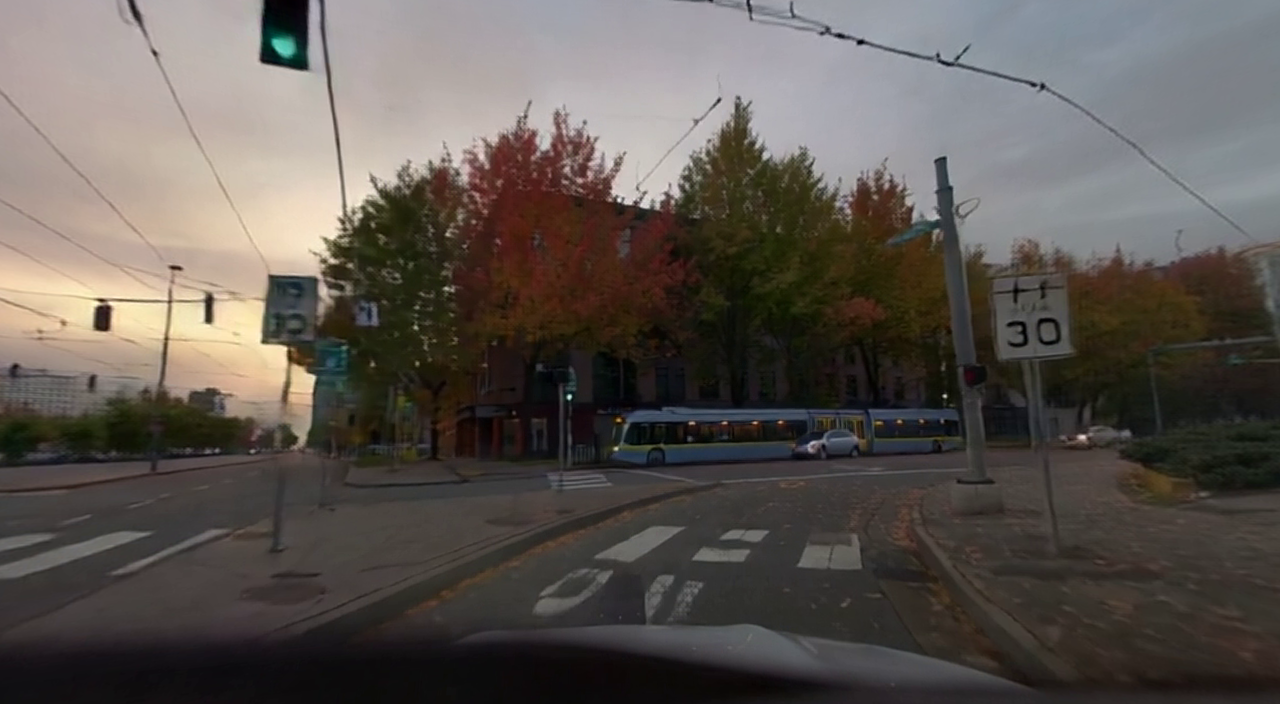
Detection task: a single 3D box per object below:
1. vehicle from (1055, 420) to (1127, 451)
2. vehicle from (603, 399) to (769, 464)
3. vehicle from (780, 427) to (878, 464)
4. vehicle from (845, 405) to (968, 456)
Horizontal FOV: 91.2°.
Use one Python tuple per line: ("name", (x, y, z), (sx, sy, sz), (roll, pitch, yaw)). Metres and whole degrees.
("vehicle", (31.332, 5.818, 43.533), (4.386, 2.070, 2.092), (4, -10, -26))
("vehicle", (3.013, 5.129, 39.959), (10.391, 3.725, 2.904), (4, -10, -24))
("vehicle", (9.767, 4.821, 32.368), (4.687, 1.760, 2.028), (4, -10, -27))
("vehicle", (20.860, 6.045, 48.804), (10.068, 3.618, 2.878), (2, -9, -28))
